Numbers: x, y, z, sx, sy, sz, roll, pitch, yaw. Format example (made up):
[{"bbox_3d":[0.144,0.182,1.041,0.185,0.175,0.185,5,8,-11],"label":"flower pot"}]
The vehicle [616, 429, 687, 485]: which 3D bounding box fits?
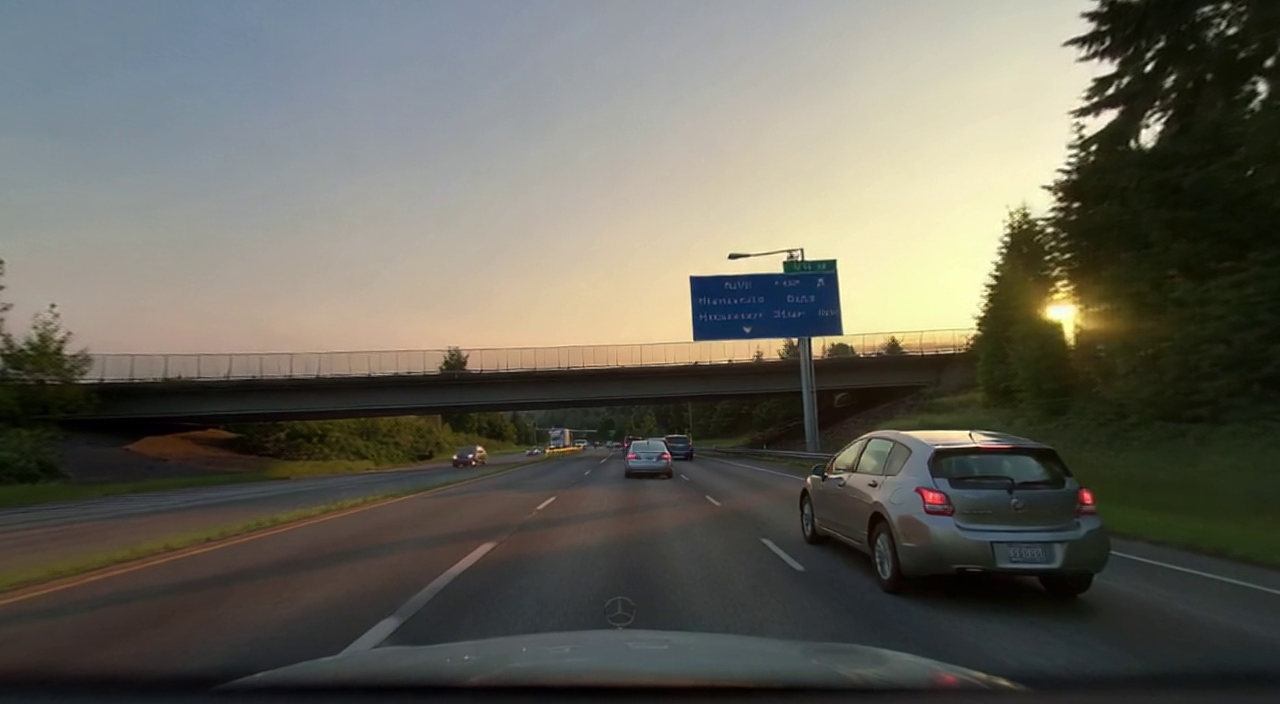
[{"bbox_3d":[0.272,3.434,20.842,2.092,1.636,4.024,0,-8,-2],"label":"vehicle"}]
